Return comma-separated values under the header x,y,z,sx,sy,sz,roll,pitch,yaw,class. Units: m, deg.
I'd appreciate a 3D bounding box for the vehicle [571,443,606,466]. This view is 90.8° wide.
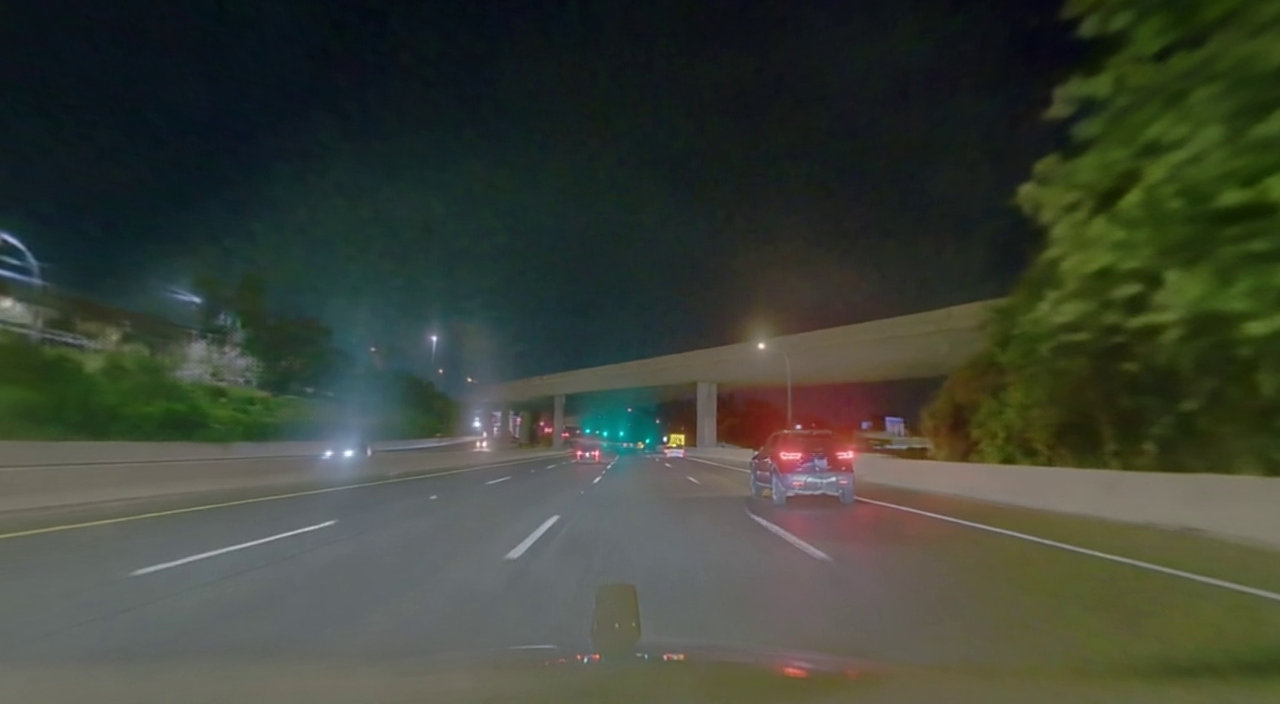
x,y,z,sx,sy,sz,roll,pitch,yaw,class
-3.484,7.045,43.531,2.037,1.514,4.335,0,-9,0,vehicle
